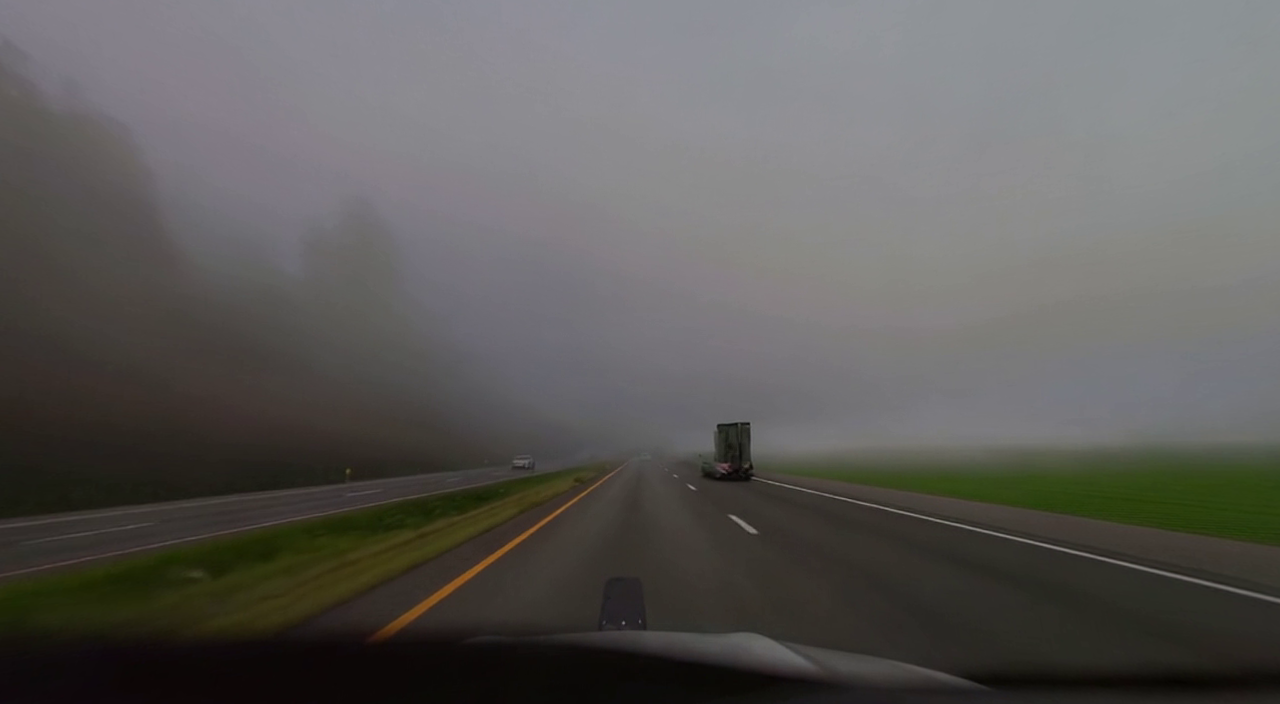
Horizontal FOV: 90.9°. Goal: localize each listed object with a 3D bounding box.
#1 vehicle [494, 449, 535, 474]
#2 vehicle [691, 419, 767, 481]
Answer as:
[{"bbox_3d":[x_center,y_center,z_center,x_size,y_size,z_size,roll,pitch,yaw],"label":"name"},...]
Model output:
[{"bbox_3d":[-8.636,7.566,43.839,1.954,1.611,4.433,0,-9,0],"label":"vehicle"},{"bbox_3d":[3.931,4.523,29.041,2.472,2.562,5.594,0,-9,-2],"label":"vehicle"}]
